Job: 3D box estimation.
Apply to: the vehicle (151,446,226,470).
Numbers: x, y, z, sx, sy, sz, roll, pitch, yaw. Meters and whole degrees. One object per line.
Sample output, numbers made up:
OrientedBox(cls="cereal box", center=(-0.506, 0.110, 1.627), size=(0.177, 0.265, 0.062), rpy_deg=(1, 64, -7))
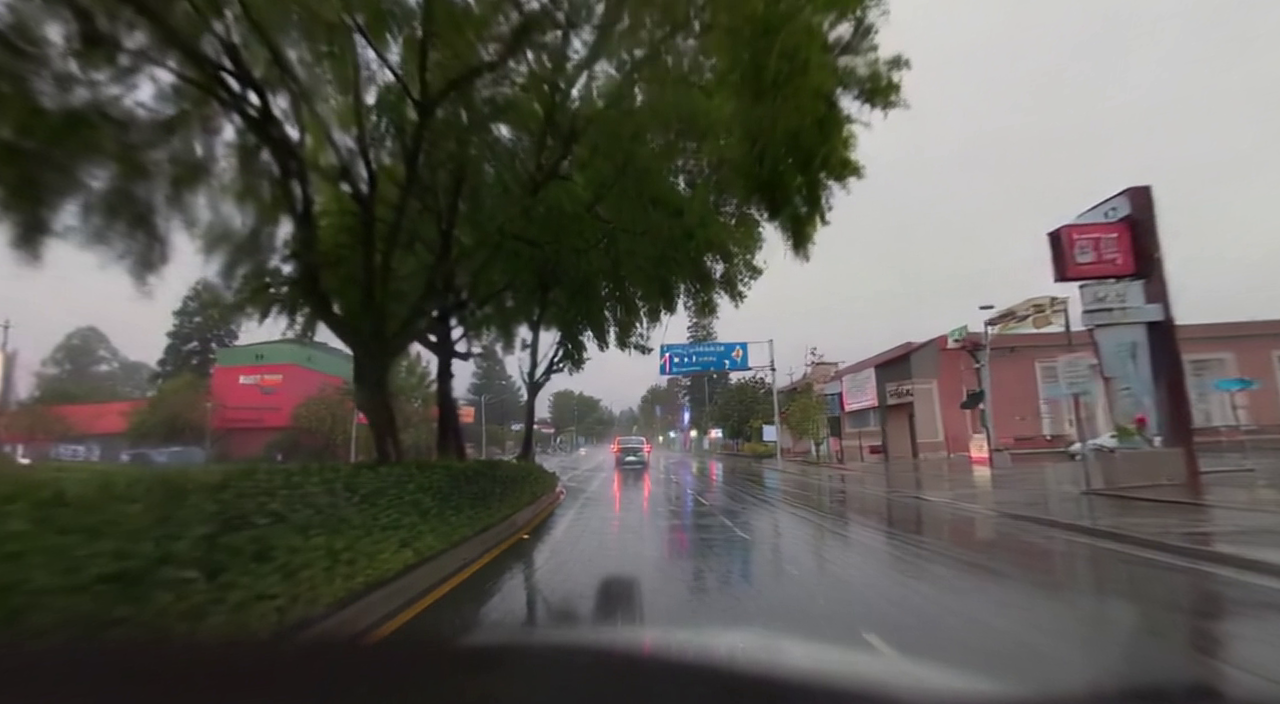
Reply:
OrientedBox(cls="vehicle", center=(-29.880, 7.020, 41.800), size=(1.844, 1.521, 4.304), rpy_deg=(1, -9, -2))

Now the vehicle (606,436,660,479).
OrientedBox(cls="vehicle", center=(-0.283, 4.836, 29.015), size=(2.235, 1.719, 4.292), rpy_deg=(2, -9, 1))

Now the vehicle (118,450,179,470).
OrientedBox(cls="vehicle", center=(-37.978, 8.340, 48.738), size=(1.732, 1.357, 3.730), rpy_deg=(-2, -9, 0))

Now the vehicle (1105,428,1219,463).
OrientedBox(cls="vehicle", center=(23.154, 4.168, 28.129), size=(1.720, 1.450, 3.741), rpy_deg=(0, -8, -4))
